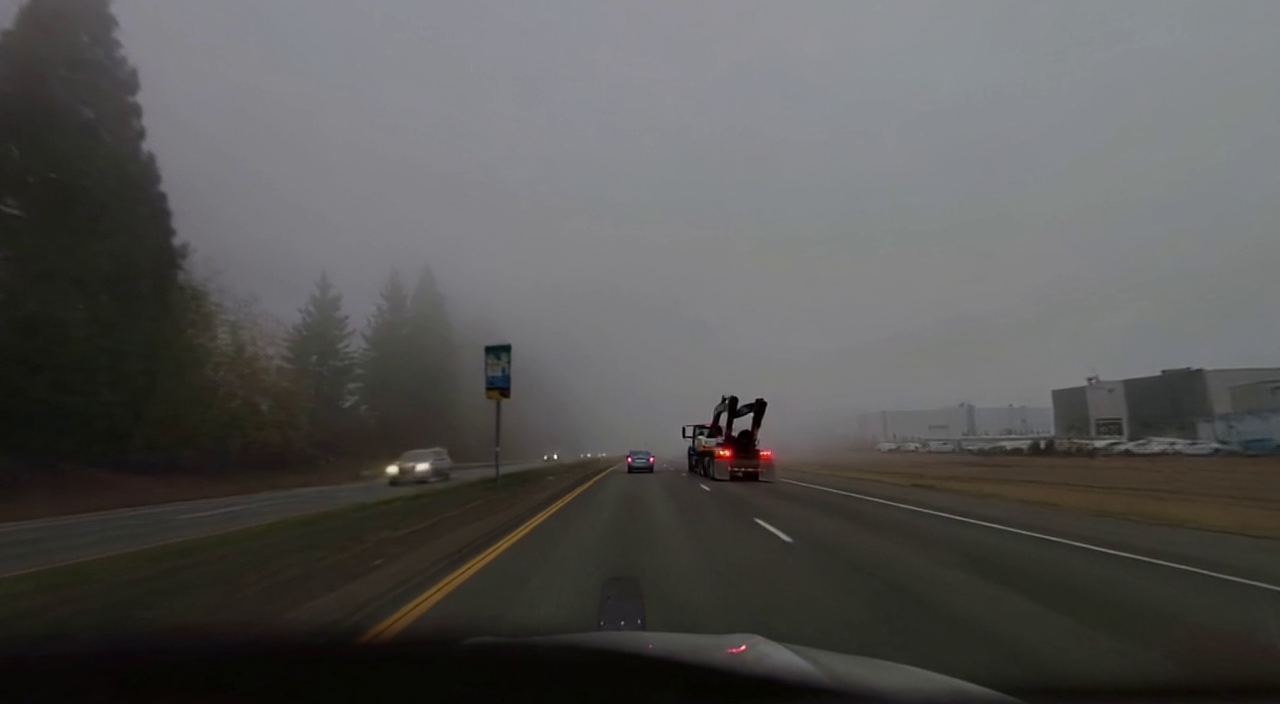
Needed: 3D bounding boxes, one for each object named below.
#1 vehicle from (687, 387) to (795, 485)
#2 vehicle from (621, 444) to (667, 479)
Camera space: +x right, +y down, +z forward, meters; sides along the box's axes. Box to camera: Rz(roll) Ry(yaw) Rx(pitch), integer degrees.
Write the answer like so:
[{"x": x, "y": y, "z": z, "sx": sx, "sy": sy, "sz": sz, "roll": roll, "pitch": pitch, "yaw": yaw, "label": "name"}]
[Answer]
[{"x": 4.000, "y": 3.706, "z": 27.180, "sx": 3.089, "sy": 3.568, "sz": 8.101, "roll": 0, "pitch": -9, "yaw": -1, "label": "vehicle"}, {"x": 0.162, "y": 5.158, "z": 29.854, "sx": 2.045, "sy": 1.527, "sz": 4.023, "roll": 0, "pitch": -9, "yaw": -1, "label": "vehicle"}]
